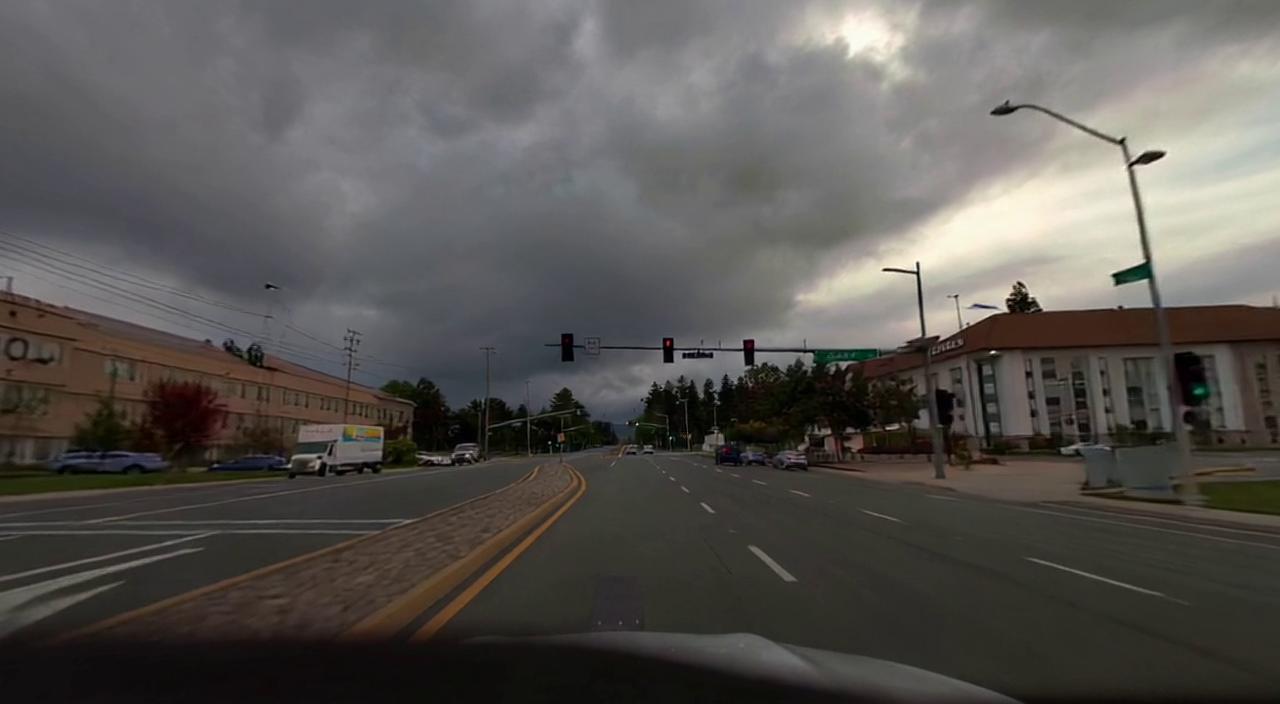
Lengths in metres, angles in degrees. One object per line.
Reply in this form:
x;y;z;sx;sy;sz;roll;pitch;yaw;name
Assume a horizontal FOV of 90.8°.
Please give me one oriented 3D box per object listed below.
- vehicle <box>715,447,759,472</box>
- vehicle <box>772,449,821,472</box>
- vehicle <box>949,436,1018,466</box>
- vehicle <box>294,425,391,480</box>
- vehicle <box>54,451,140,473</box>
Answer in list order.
5.968;6.681;39.388;1.916;1.437;4.327;0;-9;-2;vehicle
10.260;7.124;41.656;1.902;1.427;4.458;0;-9;-3;vehicle
19.813;5.720;36.624;1.815;1.643;3.746;0;-9;-1;vehicle
-19.341;6.608;41.659;2.886;3.299;6.838;0;-9;1;vehicle
-37.605;7.608;43.916;1.823;1.460;4.658;0;-9;0;vehicle
